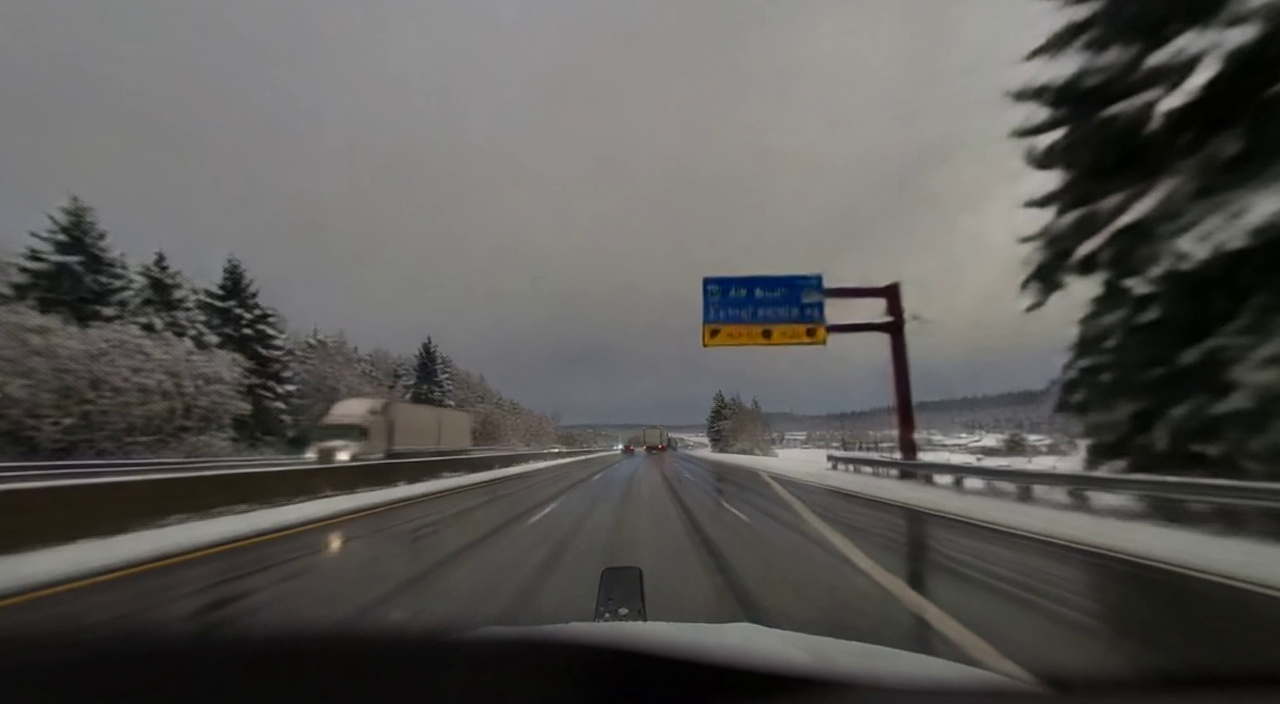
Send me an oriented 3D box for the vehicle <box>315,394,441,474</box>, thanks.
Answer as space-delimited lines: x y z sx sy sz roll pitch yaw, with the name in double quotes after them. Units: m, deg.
-16.183 5.356 40.233 3.237 4.404 10.808 0 -9 1 "vehicle"
